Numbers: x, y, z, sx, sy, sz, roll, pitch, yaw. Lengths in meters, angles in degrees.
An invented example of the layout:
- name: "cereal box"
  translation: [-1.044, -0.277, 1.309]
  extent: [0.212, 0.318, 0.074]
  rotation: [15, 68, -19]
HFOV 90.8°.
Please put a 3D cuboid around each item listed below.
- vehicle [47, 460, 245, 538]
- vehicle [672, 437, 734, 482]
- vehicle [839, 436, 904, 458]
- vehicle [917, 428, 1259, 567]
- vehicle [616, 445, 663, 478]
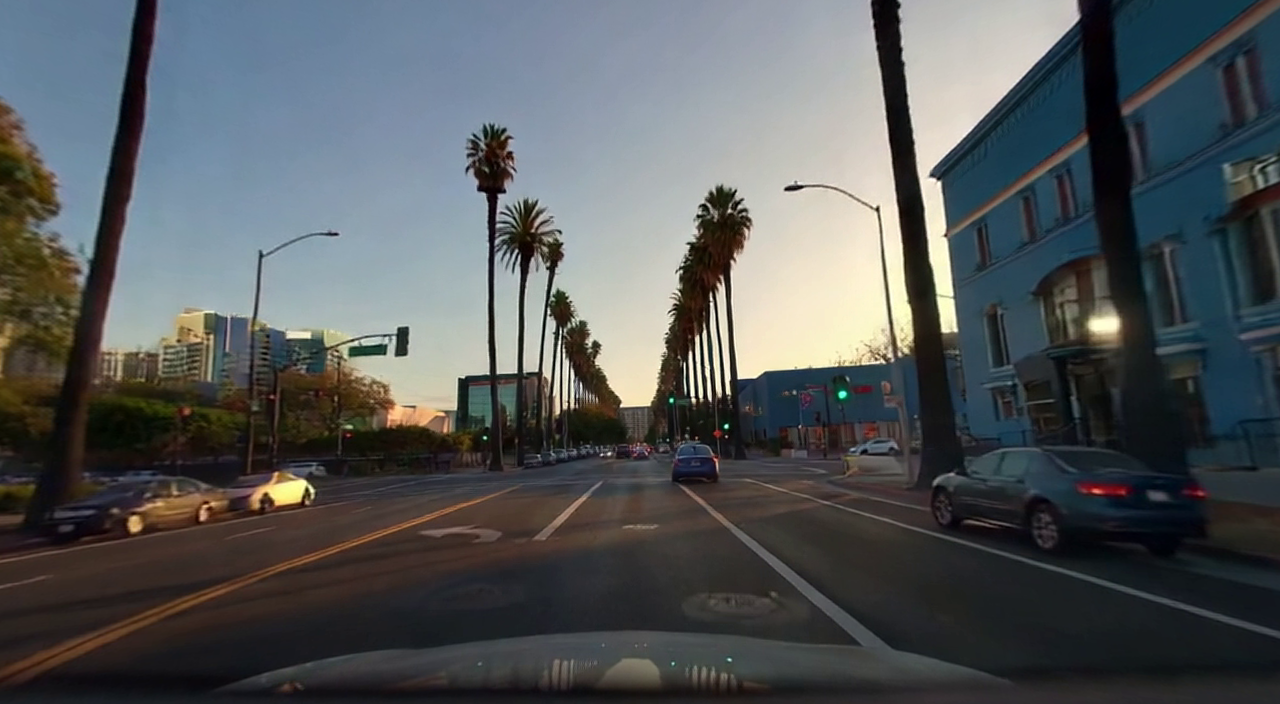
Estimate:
- name: "vehicle"
  translation: [-12.744, 3.826, 16.735]
  extent: [1.949, 1.682, 4.094]
  rotation: [-3, -12, -1]
- name: "vehicle"
  translation: [2.529, 4.467, 26.470]
  extent: [2.003, 1.702, 4.288]
  rotation: [0, -9, -2]
- name: "vehicle"
  translation: [18.097, 7.433, 49.443]
  extent: [4.277, 1.665, 2.006]
  rotation: [0, -9, -1]
- name: "vehicle"
  translation: [6.346, 2.071, 9.788]
  extent: [2.157, 1.640, 4.228]
  rotation: [0, -9, 0]
- name: "vehicle"
  translation: [-0.050, 5.194, 30.191]
  extent: [2.088, 1.452, 3.993]
  rotation: [0, -8, -1]
